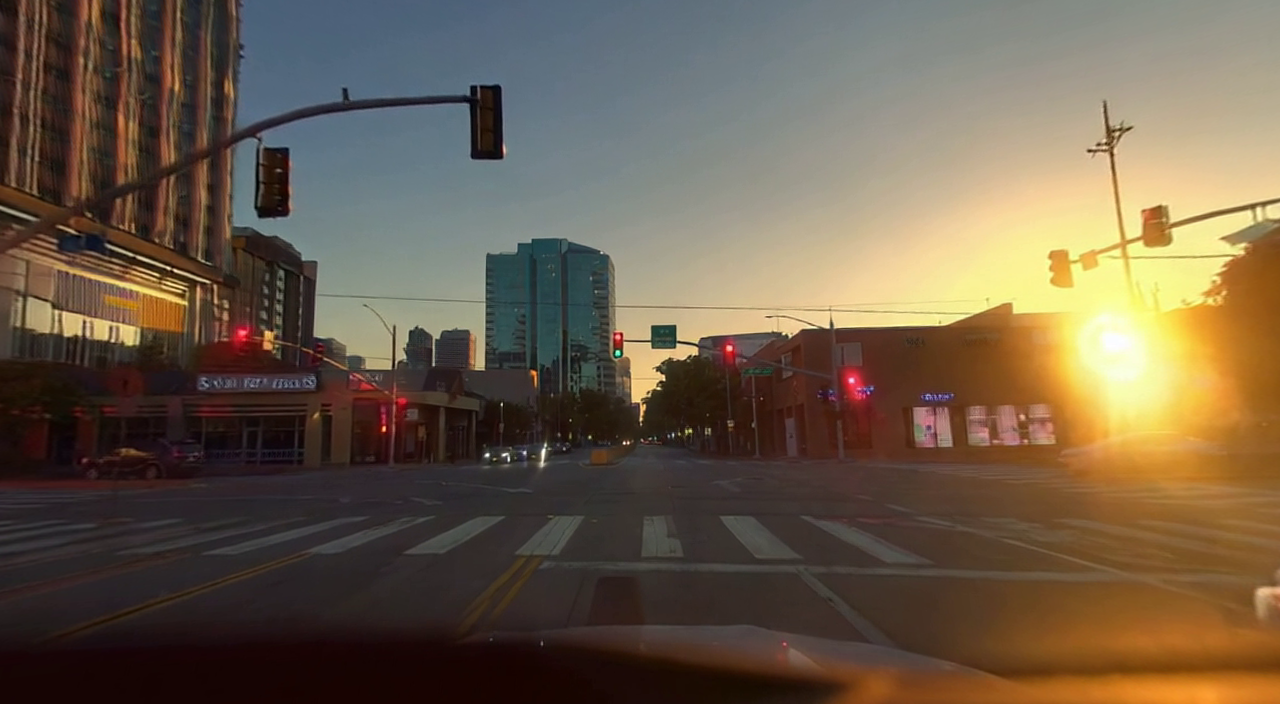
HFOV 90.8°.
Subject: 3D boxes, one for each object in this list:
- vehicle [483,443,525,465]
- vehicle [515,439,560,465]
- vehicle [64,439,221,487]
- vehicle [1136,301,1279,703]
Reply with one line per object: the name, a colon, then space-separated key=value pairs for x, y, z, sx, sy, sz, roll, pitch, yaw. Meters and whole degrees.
vehicle: x=-9.935 y=7.465 z=46.421 sx=2.106 sy=1.505 sz=4.228 roll=0 pitch=-9 yaw=0
vehicle: x=-6.882 y=6.803 z=43.087 sx=2.181 sy=1.703 sz=4.512 roll=-1 pitch=-9 yaw=2
vehicle: x=-21.209 y=4.702 z=27.041 sx=5.161 sy=1.910 sz=2.275 roll=-2 pitch=-9 yaw=11
vehicle: x=2.935 y=0.431 z=0.124 sx=2.049 sy=1.691 sz=4.447 roll=0 pitch=-9 yaw=1
